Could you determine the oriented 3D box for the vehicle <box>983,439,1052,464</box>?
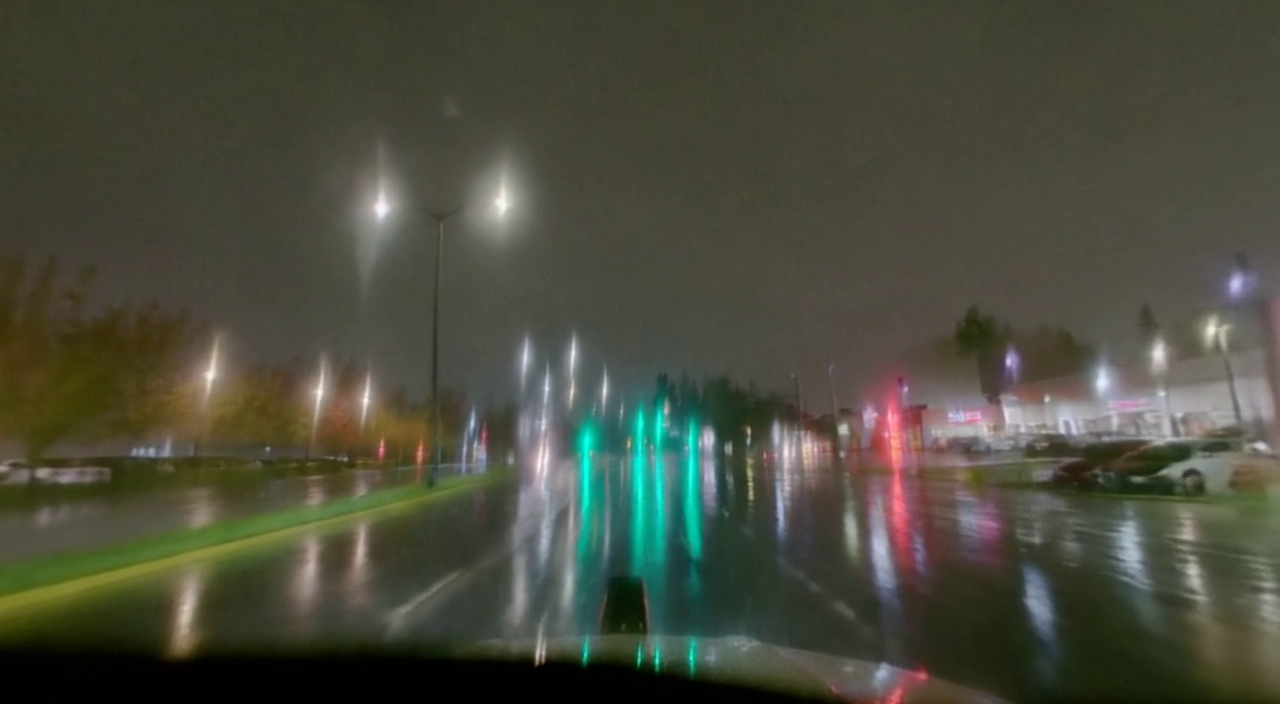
[{"bbox_3d":[25.951,6.827,43.356,1.908,1.617,4.452,0,-9,-2],"label":"vehicle"}]

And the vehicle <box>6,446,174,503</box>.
[{"bbox_3d":[-19.939,4.415,23.115,2.043,1.827,4.547,-1,-9,0],"label":"vehicle"}]

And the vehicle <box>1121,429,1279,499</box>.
[{"bbox_3d":[16.535,3.169,18.106,4.543,1.768,2.234,4,-9,-26],"label":"vehicle"}]

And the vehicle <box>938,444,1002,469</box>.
[{"bbox_3d":[23.041,7.280,44.034,2.025,1.586,4.486,0,-8,1],"label":"vehicle"}]

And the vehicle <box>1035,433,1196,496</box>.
[{"bbox_3d":[15.975,3.703,21.101,4.804,1.890,2.247,4,-10,-26],"label":"vehicle"}]
